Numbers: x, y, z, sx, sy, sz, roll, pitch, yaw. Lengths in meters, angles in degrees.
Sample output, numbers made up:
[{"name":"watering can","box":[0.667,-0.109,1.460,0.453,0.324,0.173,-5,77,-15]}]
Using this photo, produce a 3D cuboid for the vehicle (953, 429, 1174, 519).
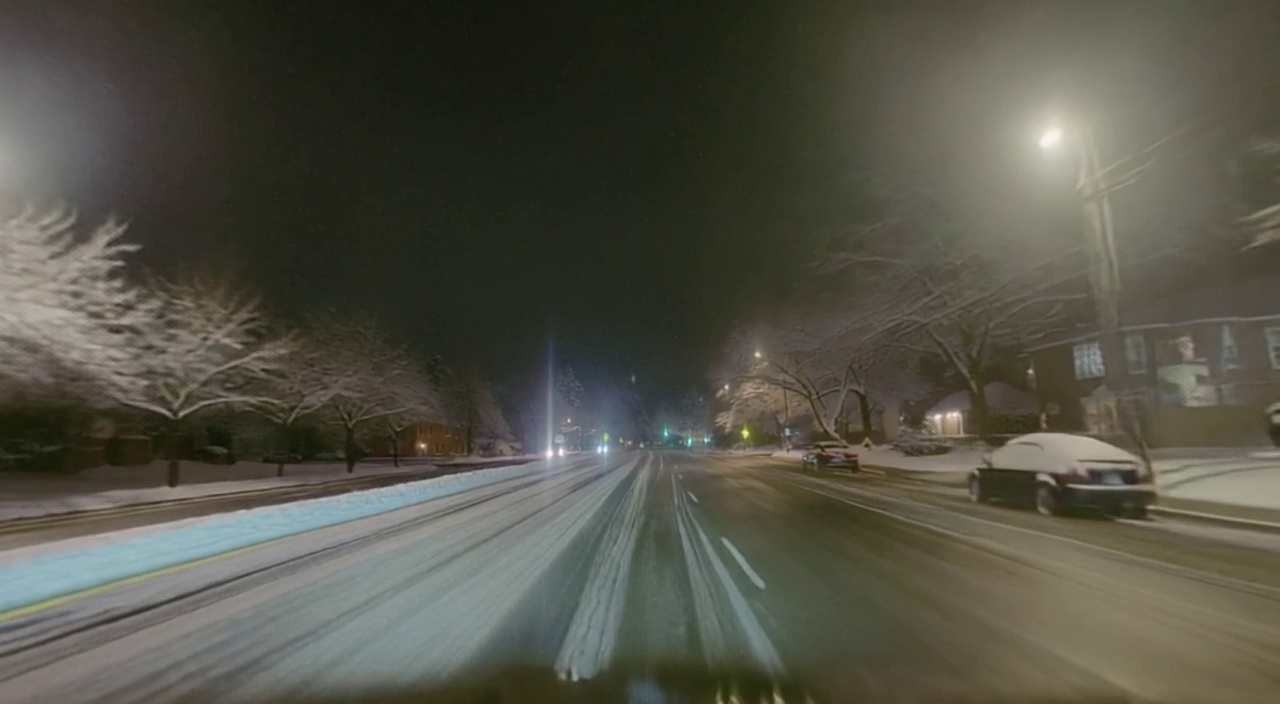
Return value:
[{"name":"vehicle","box":[9.389,2.717,14.631,1.990,1.728,4.597,0,-9,2]}]

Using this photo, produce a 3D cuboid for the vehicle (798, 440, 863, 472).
[{"name":"vehicle","box":[9.868,5.415,33.060,2.076,1.547,4.398,0,-9,1]}]
